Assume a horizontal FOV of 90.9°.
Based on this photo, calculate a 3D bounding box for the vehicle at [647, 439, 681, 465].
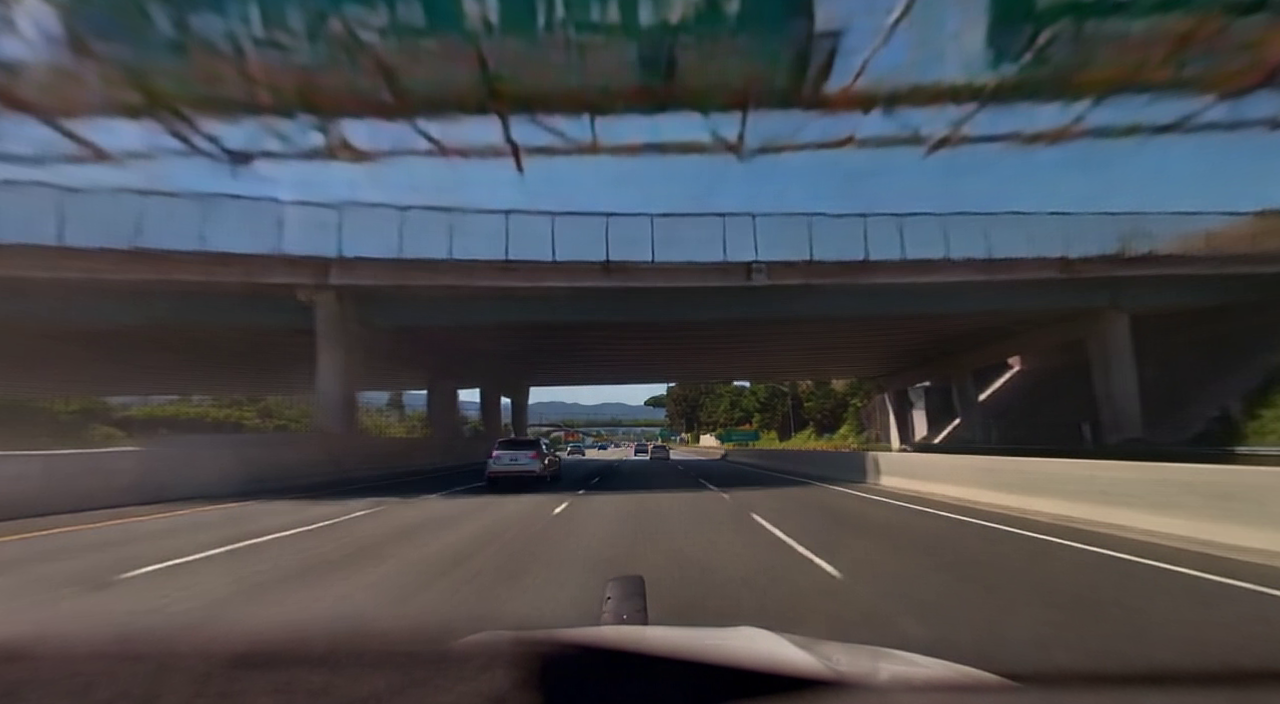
[{"bbox_3d":[1.509,6.431,40.671,2.023,1.589,4.030,-1,-8,1],"label":"vehicle"}]

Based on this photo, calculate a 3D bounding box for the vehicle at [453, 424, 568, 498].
[{"bbox_3d":[-3.400,2.974,17.574,2.214,1.759,4.435,-1,-8,1],"label":"vehicle"}]
